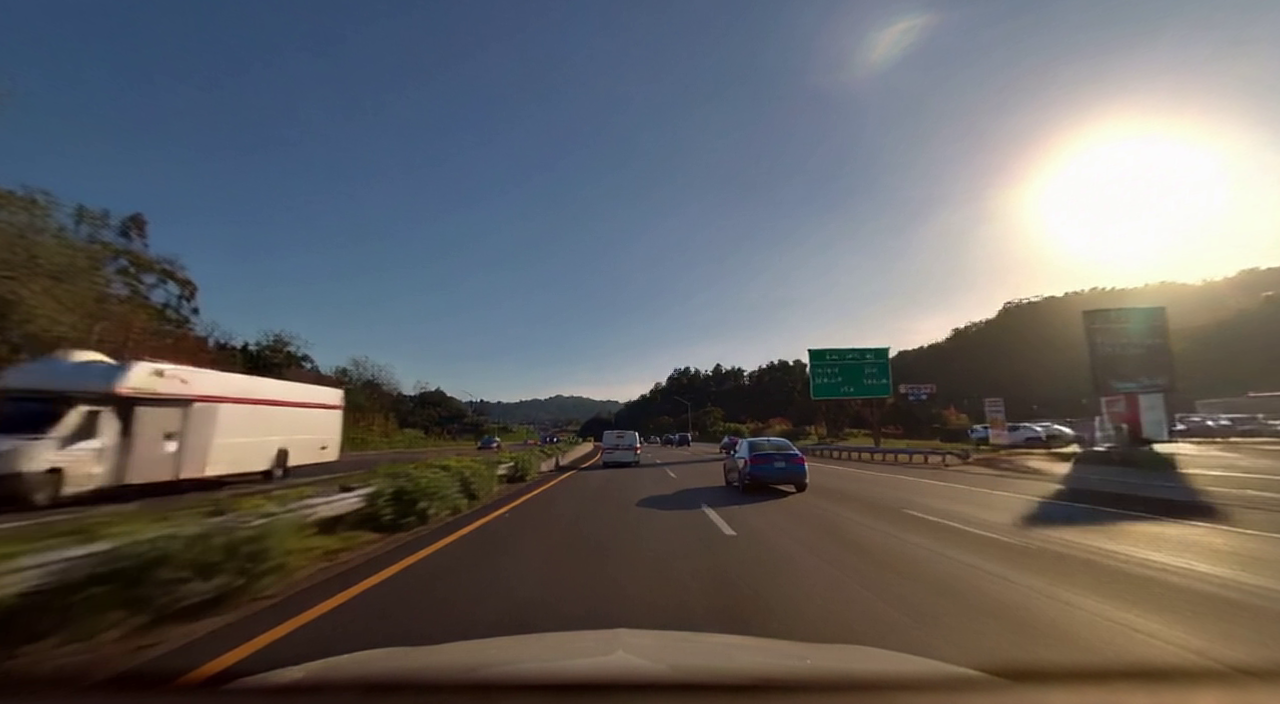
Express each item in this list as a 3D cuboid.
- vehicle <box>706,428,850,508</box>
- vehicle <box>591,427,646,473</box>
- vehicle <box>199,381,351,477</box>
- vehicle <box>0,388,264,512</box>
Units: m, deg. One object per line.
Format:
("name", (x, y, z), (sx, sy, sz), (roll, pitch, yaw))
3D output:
("vehicle", (2.950, 2.573, 14.677), (2.151, 1.550, 4.694), (0, -8, -2))
("vehicle", (-0.815, 4.014, 26.122), (2.061, 1.732, 4.457), (0, -8, 0))
("vehicle", (-17.448, 3.813, 31.009), (2.803, 3.933, 8.156), (-3, -8, -1))
("vehicle", (-12.509, 2.391, 15.889), (2.508, 2.568, 5.529), (0, -8, 1))
